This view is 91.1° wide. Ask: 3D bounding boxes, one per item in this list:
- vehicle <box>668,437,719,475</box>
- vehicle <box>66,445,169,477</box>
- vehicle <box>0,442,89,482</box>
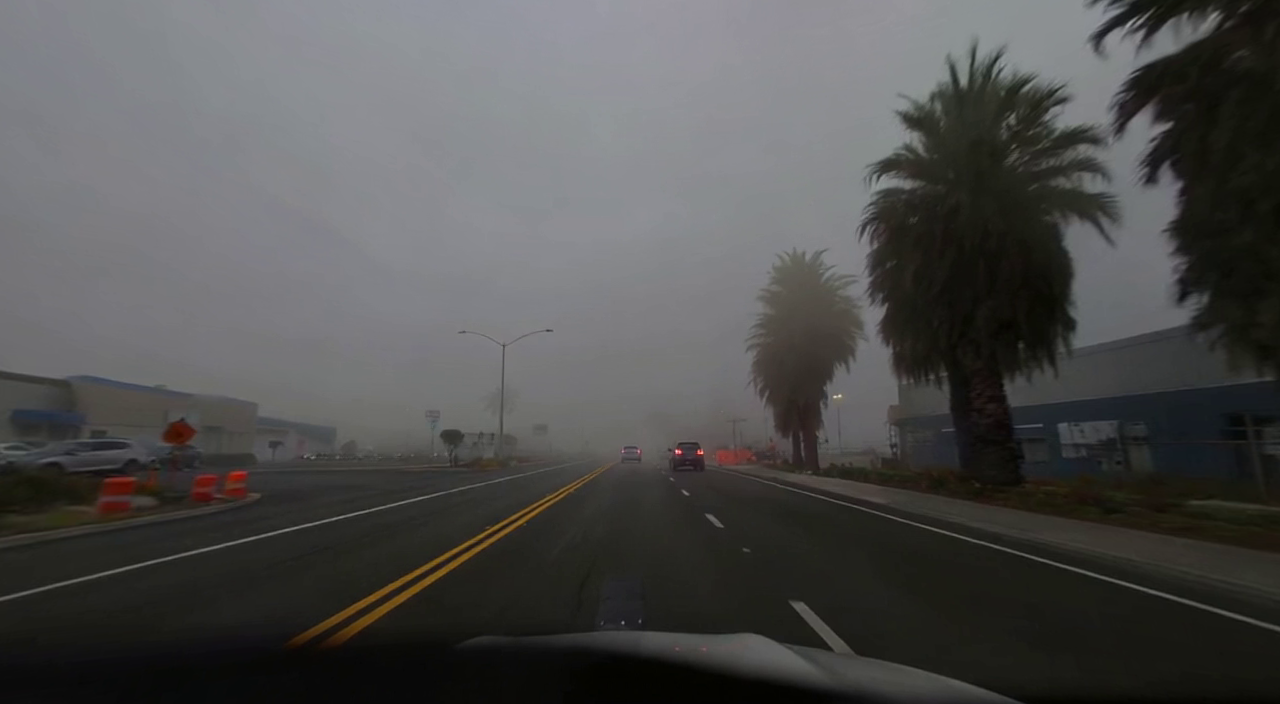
[{"bbox_3d":[2.929,5.847,35.716,2.386,1.970,5.665,0,-8,0],"label":"vehicle"},{"bbox_3d":[-27.339,5.693,33.037,1.939,1.500,4.057,1,-8,-1],"label":"vehicle"},{"bbox_3d":[-25.390,4.390,25.188,4.663,1.501,1.909,6,-10,-37],"label":"vehicle"}]
